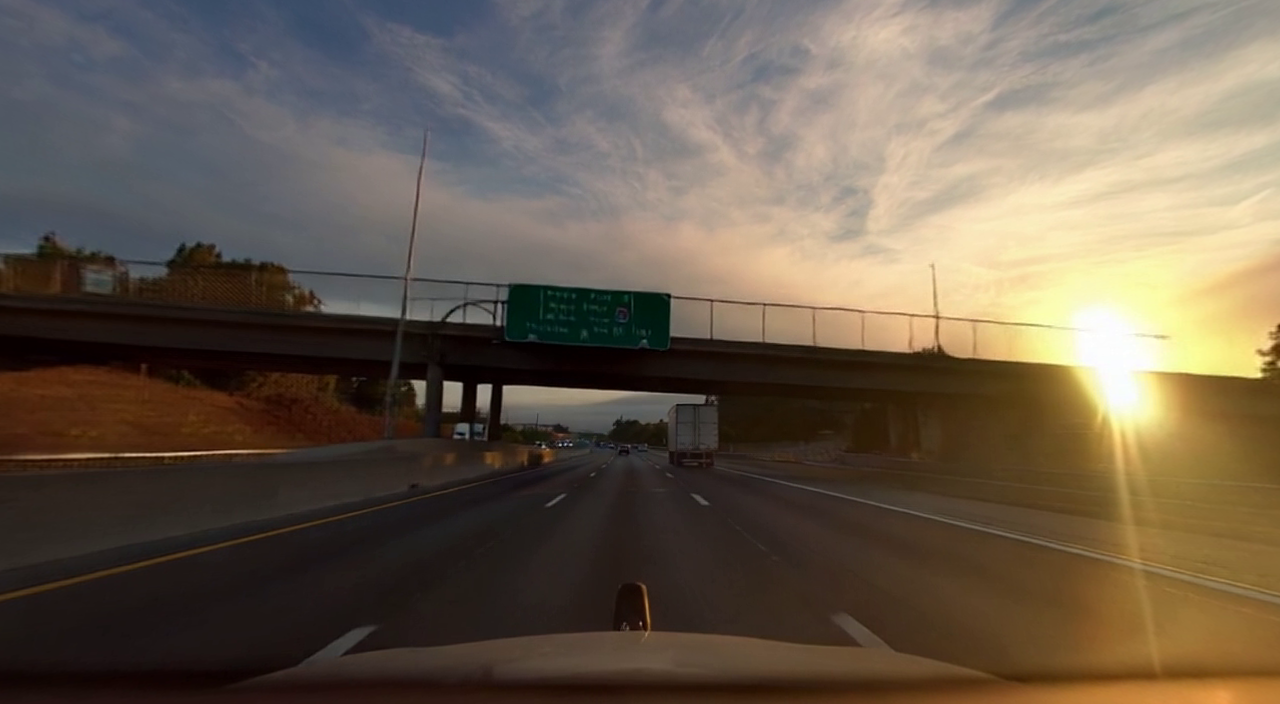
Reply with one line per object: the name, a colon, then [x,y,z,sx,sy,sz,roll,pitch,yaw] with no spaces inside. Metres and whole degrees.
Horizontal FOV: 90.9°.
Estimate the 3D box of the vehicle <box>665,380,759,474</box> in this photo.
vehicle: [3.543,4.486,35.795,3.323,4.262,14.056,0,-9,-2]
